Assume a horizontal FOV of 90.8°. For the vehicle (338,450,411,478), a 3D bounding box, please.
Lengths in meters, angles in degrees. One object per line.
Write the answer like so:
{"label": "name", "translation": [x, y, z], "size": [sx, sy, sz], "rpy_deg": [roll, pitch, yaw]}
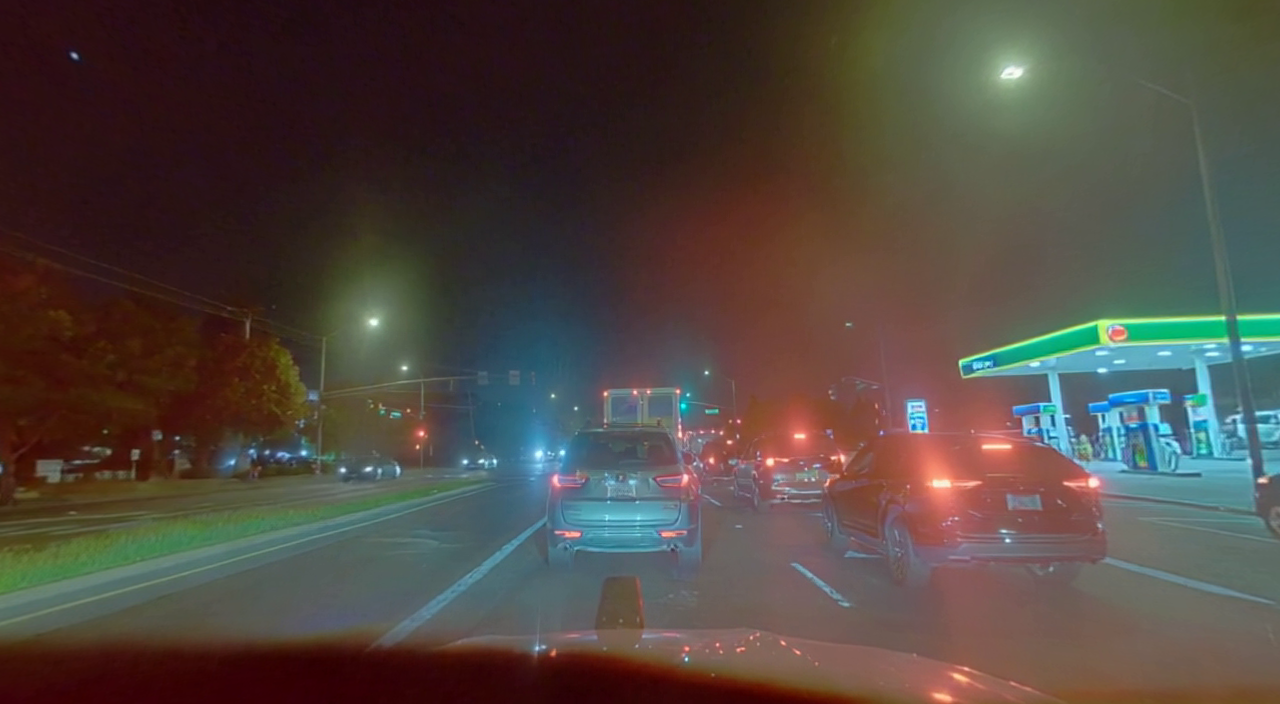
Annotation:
{"label": "vehicle", "translation": [-14.809, 6.242, 35.509], "size": [2.011, 1.465, 4.528], "rpy_deg": [-1, -9, 1]}

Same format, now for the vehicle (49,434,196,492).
{"label": "vehicle", "translation": [-26.933, 5.758, 33.316], "size": [2.571, 2.711, 6.027], "rpy_deg": [0, -9, -1]}

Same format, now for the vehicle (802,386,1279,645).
{"label": "vehicle", "translation": [3.369, 1.411, 6.482], "size": [2.056, 1.700, 4.399], "rpy_deg": [0, -9, -2]}

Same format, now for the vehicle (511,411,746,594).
{"label": "vehicle", "translation": [-0.142, 1.634, 7.610], "size": [2.106, 1.613, 3.697], "rpy_deg": [0, -9, -1]}

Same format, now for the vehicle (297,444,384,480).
{"label": "vehicle", "translation": [-17.864, 6.541, 38.064], "size": [2.325, 1.938, 5.913], "rpy_deg": [0, -9, 0]}
